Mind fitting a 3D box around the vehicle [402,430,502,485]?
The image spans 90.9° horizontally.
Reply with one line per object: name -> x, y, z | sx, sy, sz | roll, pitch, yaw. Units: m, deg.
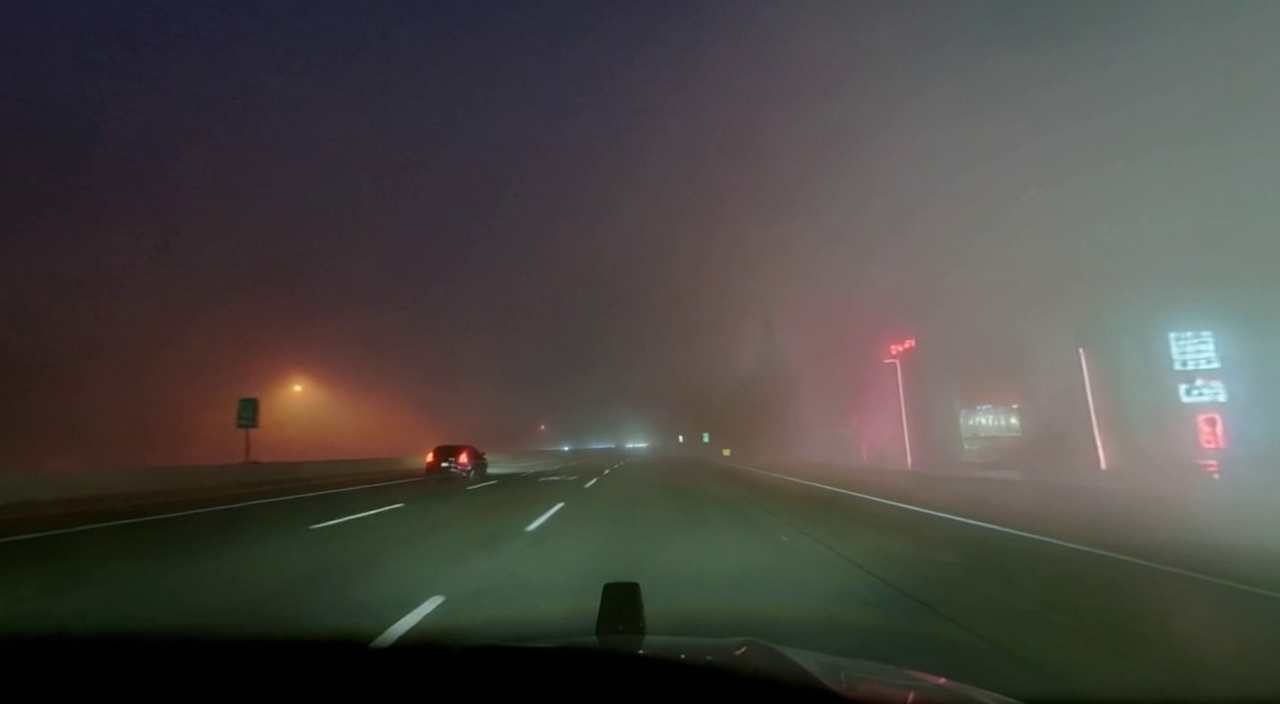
vehicle -> -6.747, 3.839, 23.279 | 2.145, 1.793, 4.762 | -1, -8, 1
